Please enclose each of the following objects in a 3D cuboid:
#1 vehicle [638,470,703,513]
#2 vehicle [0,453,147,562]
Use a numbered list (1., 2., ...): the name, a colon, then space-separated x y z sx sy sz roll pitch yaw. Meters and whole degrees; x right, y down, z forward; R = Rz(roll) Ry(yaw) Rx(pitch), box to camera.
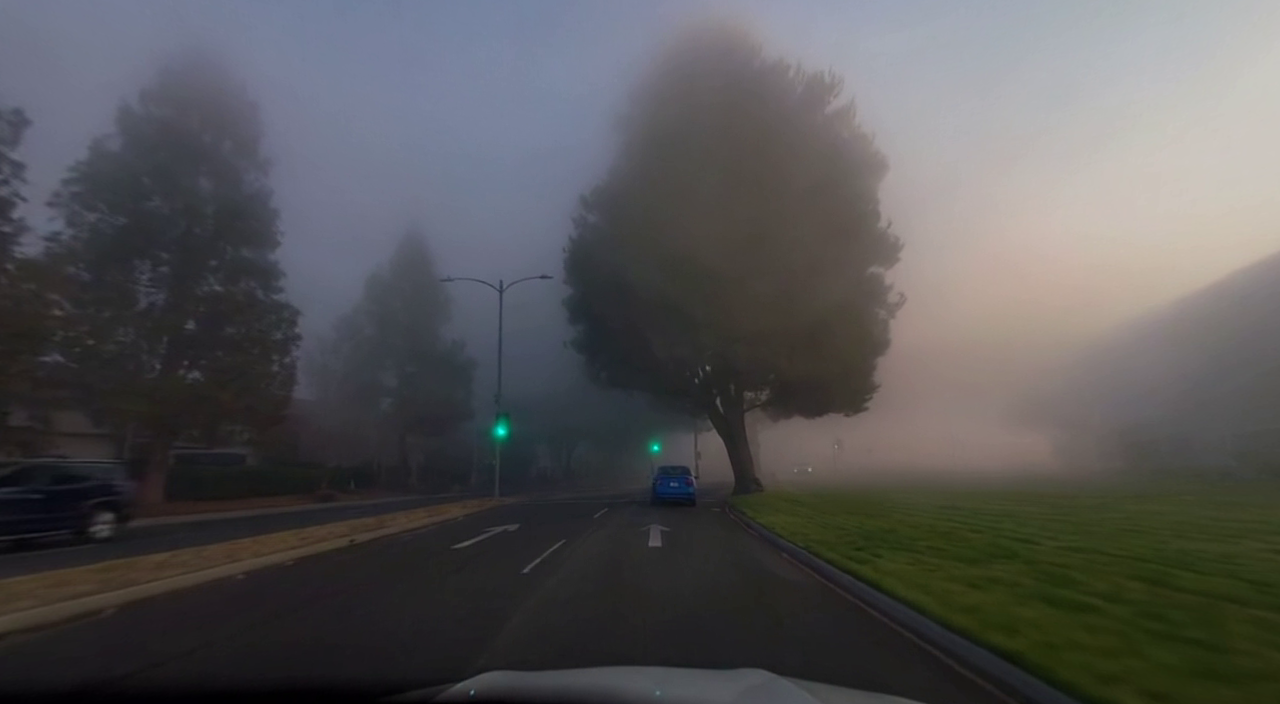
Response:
1. vehicle: 1.192 4.778 21.986 1.972 1.250 5.282 -1 -10 6
2. vehicle: -11.437 2.678 10.758 2.066 1.744 4.771 -4 -10 2
